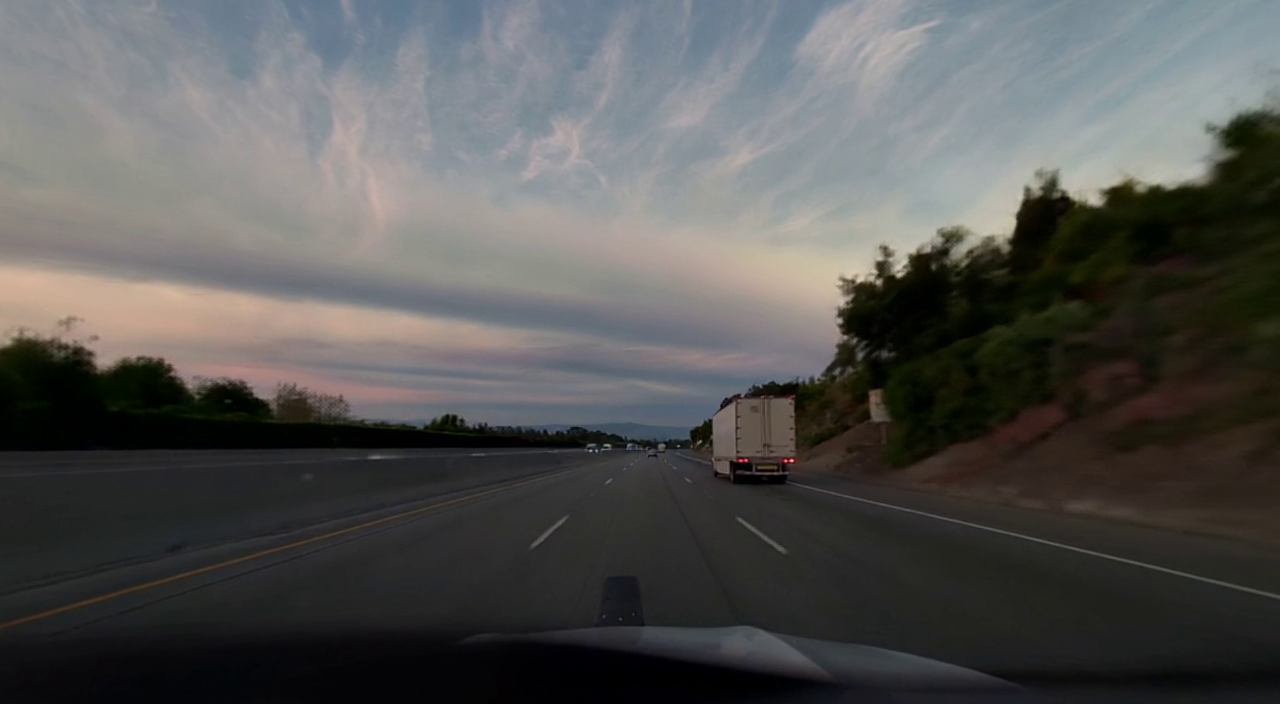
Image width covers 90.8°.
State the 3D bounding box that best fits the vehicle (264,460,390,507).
[{"bbox_3d":[-10.952,4.619,22.521,2.064,1.417,4.622,0,-9,1],"label":"vehicle"}]

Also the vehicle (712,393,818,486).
[{"bbox_3d":[4.940,3.785,26.768,2.771,3.313,8.121,0,-9,0],"label":"vehicle"}]
